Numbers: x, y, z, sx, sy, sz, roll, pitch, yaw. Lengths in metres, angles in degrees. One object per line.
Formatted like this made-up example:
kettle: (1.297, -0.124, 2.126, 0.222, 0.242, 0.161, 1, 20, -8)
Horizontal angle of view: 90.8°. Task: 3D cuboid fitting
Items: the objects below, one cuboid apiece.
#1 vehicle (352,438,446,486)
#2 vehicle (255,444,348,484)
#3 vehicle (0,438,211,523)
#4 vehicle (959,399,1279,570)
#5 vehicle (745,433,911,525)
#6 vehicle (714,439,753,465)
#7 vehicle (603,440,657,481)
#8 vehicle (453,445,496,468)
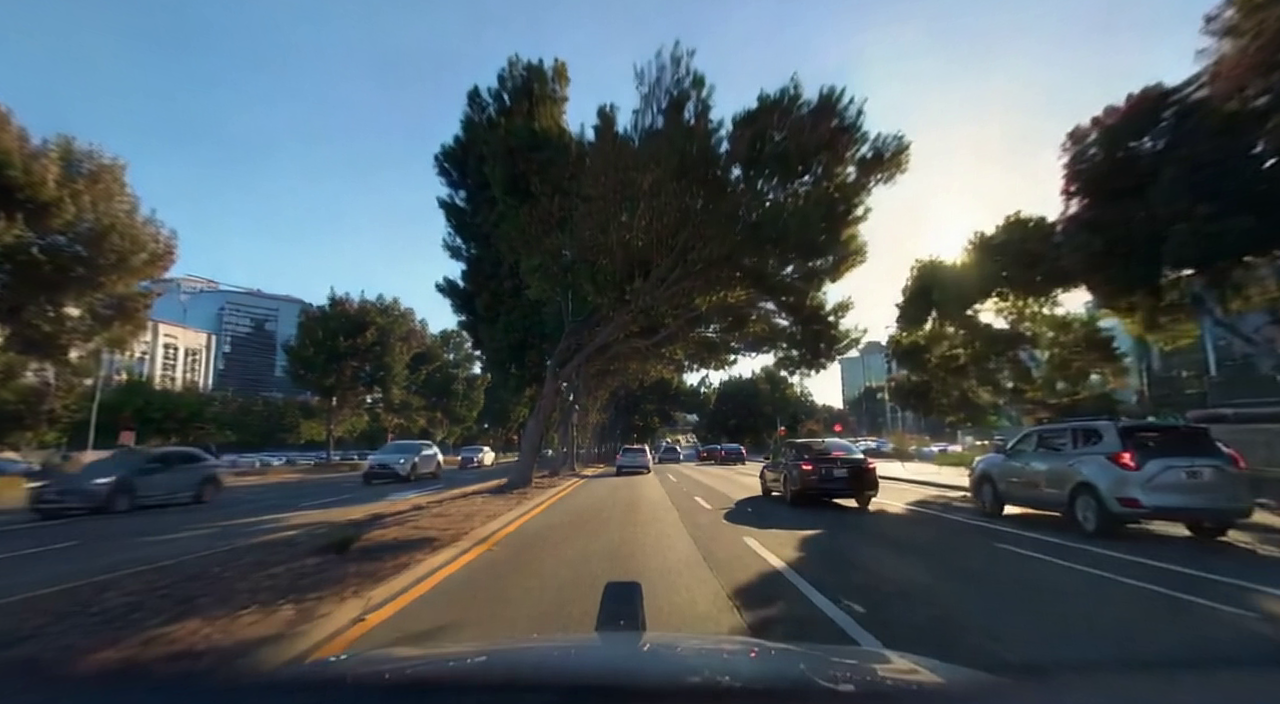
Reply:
vehicle: (-9.438, 4.336, 25.183, 1.950, 1.717, 4.299, -1, -9, 1)
vehicle: (-16.947, 5.588, 31.972, 1.983, 1.828, 4.833, -1, -9, 1)
vehicle: (-13.179, 3.041, 15.516, 2.029, 1.737, 4.471, -1, -9, 1)
vehicle: (6.913, 1.761, 9.123, 2.134, 1.810, 4.590, 0, -9, -1)
vehicle: (3.416, 2.391, 12.438, 1.858, 1.466, 4.230, 0, -9, -2)
vehicle: (6.937, 7.483, 47.297, 2.068, 1.779, 4.567, 0, -9, -2)
vehicle: (-0.400, 4.280, 25.106, 1.994, 1.479, 3.647, 0, -9, -1)
vehicle: (-12.517, 7.912, 48.075, 1.973, 1.674, 4.492, -1, -9, 1)
